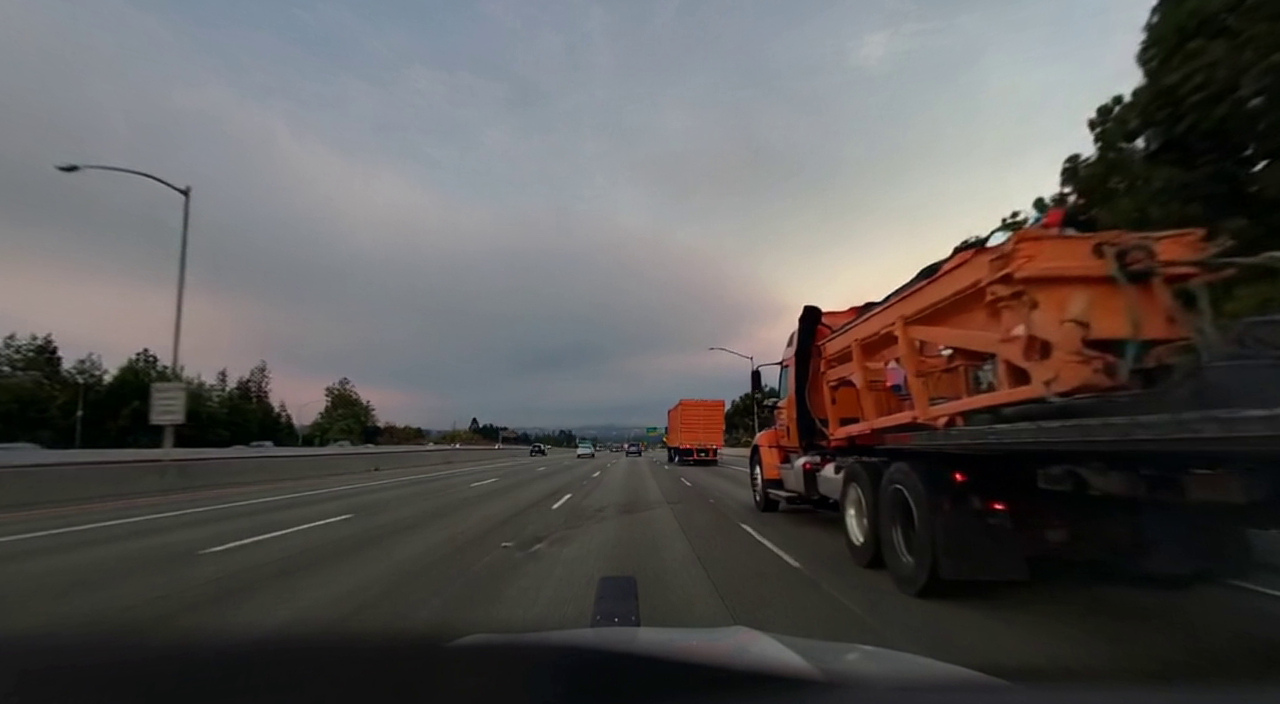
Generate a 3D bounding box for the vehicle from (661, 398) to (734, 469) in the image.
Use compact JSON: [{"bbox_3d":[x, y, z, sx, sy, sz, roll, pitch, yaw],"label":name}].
[{"bbox_3d":[3.094,4.938,37.533,2.966,3.586,10.563,0,-9,-2],"label":"vehicle"}]
